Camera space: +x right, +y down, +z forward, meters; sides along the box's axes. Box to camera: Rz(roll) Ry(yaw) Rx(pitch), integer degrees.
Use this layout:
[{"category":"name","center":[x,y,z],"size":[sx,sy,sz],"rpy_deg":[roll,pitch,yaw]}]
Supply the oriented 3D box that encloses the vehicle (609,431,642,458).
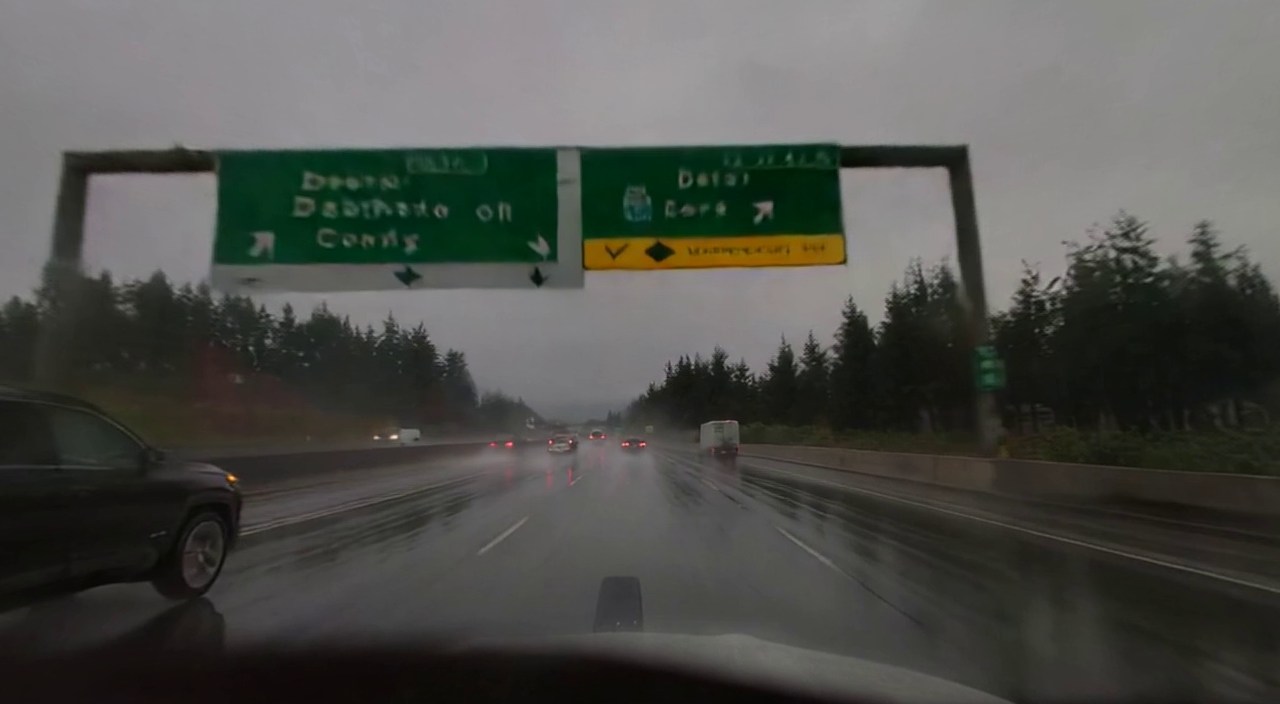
[{"category":"vehicle","center":[-0.913,5.850,39.842],"size":[2.002,1.611,3.778],"rpy_deg":[0,-8,-1]}]

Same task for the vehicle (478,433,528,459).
[{"category":"vehicle","center":[-8.388,5.793,38.953],"size":[1.953,1.524,4.863],"rpy_deg":[0,-8,0]}]

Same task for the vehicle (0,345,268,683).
[{"category":"vehicle","center":[-4.473,0.919,3.667],"size":[1.971,1.822,4.366],"rpy_deg":[0,-8,-1]}]

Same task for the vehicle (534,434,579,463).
[{"category":"vehicle","center":[-4.464,5.194,34.183],"size":[1.909,1.445,4.087],"rpy_deg":[0,-8,-1]}]
